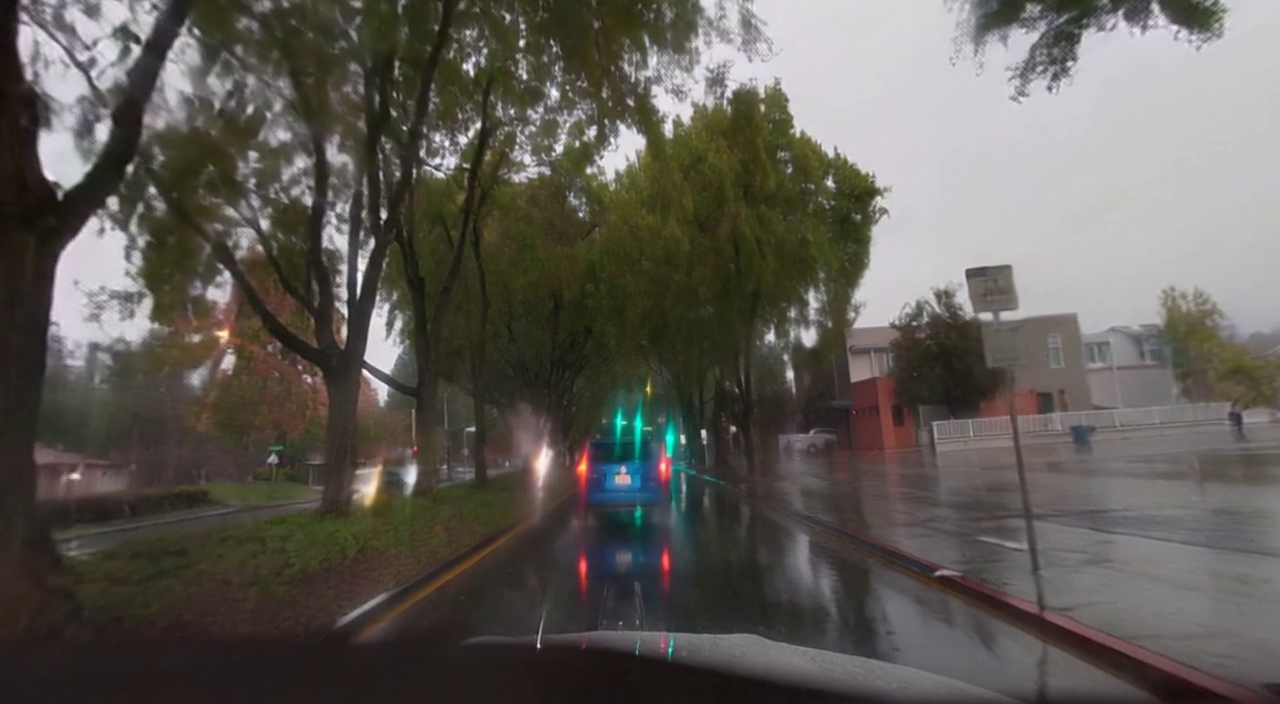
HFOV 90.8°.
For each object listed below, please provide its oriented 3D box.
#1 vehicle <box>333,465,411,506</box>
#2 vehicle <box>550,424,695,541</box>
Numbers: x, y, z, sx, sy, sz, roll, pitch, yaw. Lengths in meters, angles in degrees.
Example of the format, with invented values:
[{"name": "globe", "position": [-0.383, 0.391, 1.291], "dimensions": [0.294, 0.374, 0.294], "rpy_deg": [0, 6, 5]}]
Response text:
[{"name": "vehicle", "position": [-12.178, 6.069, 29.036], "dimensions": [1.714, 1.578, 4.218], "rpy_deg": [0, -9, 0]}, {"name": "vehicle", "position": [-0.274, 2.228, 11.344], "dimensions": [2.136, 1.703, 3.910], "rpy_deg": [0, -9, -1]}]
